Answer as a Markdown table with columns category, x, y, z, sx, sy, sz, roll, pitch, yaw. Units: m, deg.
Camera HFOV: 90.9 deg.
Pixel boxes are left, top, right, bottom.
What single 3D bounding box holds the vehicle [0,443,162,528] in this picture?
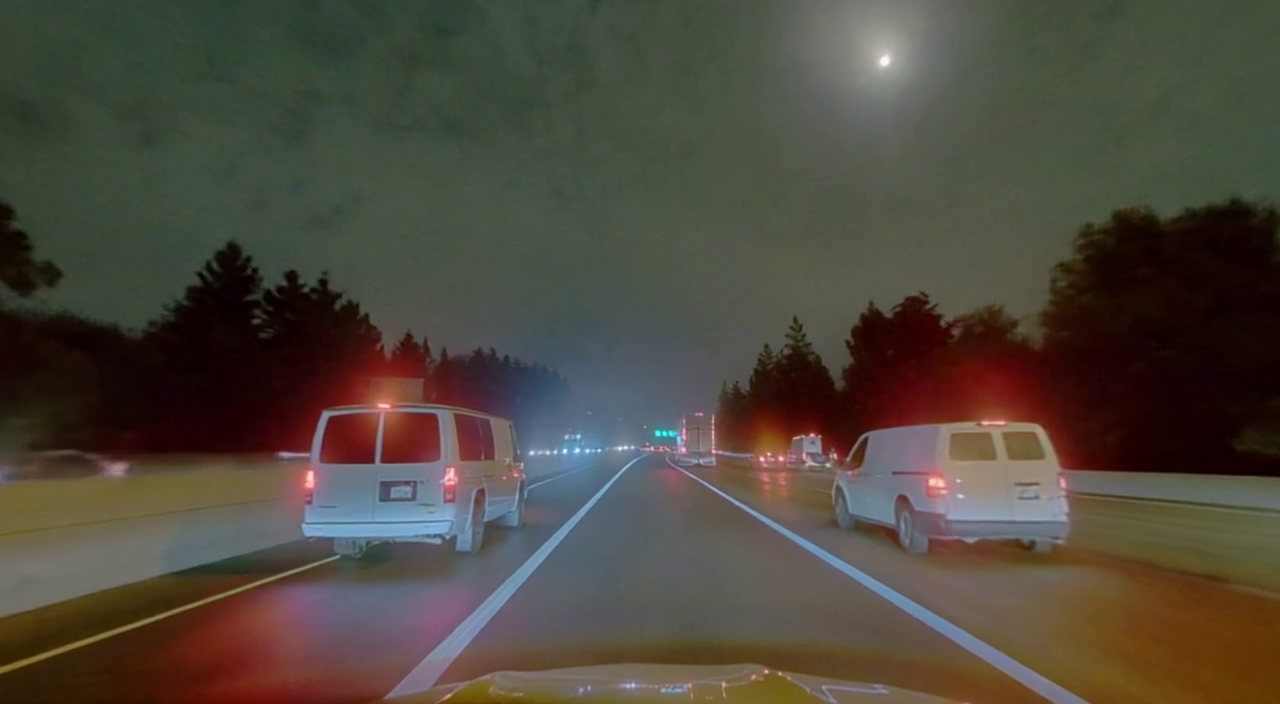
| category | x | y | z | sx | sy | sz | roll | pitch | yaw |
| --- | --- | --- | --- | --- | --- | --- | --- | --- | --- |
| vehicle | -11.897 | 2.560 | 12.604 | 1.705 | 1.445 | 3.705 | 0 | -8 | 1 |

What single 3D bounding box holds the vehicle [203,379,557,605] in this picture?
| category | x | y | z | sx | sy | sz | roll | pitch | yaw |
| --- | --- | --- | --- | --- | --- | --- | --- | --- | --- |
| vehicle | -2.595 | 1.589 | 8.164 | 2.159 | 1.922 | 5.345 | 0 | -8 | 2 |

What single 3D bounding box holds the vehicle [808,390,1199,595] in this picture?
| category | x | y | z | sx | sy | sz | roll | pitch | yaw |
| --- | --- | --- | --- | --- | --- | --- | --- | --- | --- |
| vehicle | 3.965 | 1.628 | 8.199 | 2.209 | 1.862 | 4.717 | 0 | -8 | -1 |
